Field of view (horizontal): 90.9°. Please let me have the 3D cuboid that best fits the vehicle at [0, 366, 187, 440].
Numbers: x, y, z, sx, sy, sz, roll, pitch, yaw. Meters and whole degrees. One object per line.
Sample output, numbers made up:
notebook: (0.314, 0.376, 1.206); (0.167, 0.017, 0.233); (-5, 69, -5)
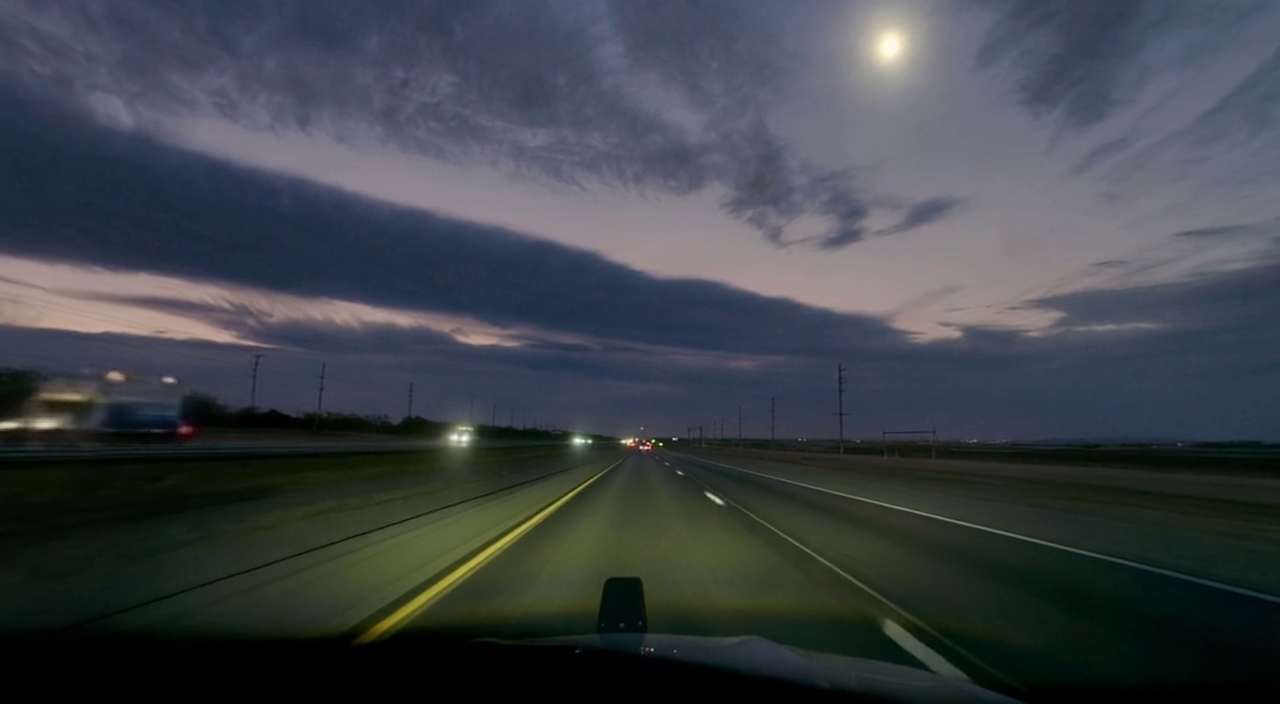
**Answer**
vehicle: (-26.876, 2.758, 31.554); (2.880, 3.220, 7.135); (0, -8, 1)
